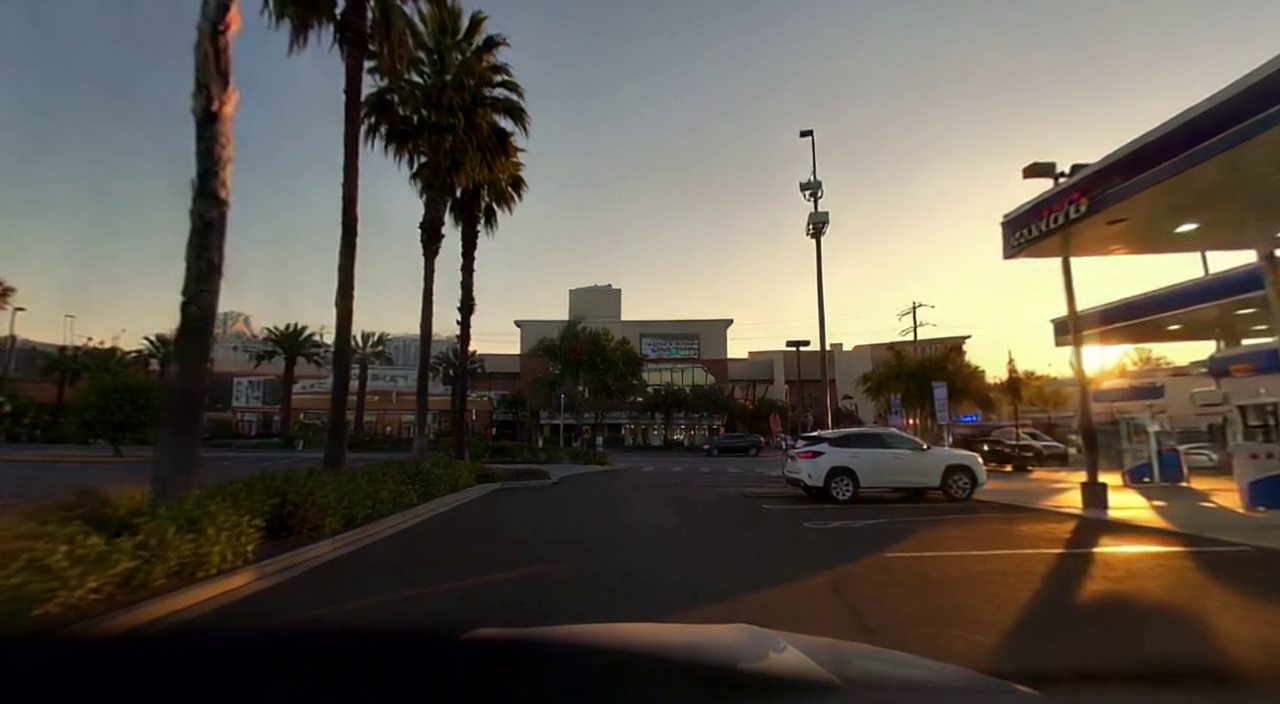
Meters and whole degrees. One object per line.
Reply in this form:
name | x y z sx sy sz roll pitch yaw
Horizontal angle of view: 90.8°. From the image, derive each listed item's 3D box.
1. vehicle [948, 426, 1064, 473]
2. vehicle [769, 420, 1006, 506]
vehicle | 16.024 4.298 28.015 2.028 1.850 4.731 0 -8 -4
vehicle | 5.573 2.539 14.737 4.560 1.818 2.148 0 -8 -3
